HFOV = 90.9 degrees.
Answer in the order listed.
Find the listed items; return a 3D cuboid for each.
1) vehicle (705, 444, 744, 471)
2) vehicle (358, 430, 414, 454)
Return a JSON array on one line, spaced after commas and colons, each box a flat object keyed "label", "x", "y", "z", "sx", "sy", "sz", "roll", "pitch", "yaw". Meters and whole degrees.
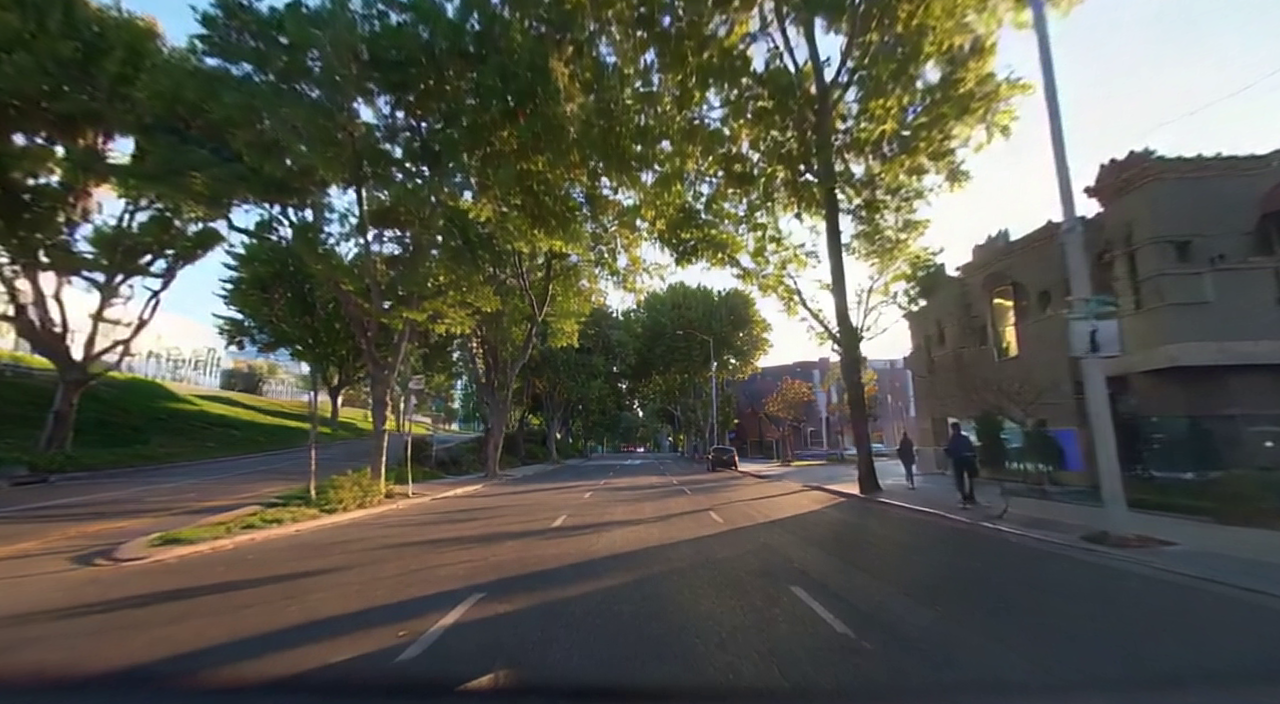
[{"label": "vehicle", "x": 5.958, "y": 7.451, "z": 44.960, "sx": 2.177, "sy": 1.788, "sz": 5.106, "roll": 0, "pitch": -8, "yaw": 1}, {"label": "vehicle", "x": -16.524, "y": 5.905, "z": 41.221, "sx": 1.960, "sy": 1.436, "sz": 4.584, "roll": 1, "pitch": -8, "yaw": -3}]
